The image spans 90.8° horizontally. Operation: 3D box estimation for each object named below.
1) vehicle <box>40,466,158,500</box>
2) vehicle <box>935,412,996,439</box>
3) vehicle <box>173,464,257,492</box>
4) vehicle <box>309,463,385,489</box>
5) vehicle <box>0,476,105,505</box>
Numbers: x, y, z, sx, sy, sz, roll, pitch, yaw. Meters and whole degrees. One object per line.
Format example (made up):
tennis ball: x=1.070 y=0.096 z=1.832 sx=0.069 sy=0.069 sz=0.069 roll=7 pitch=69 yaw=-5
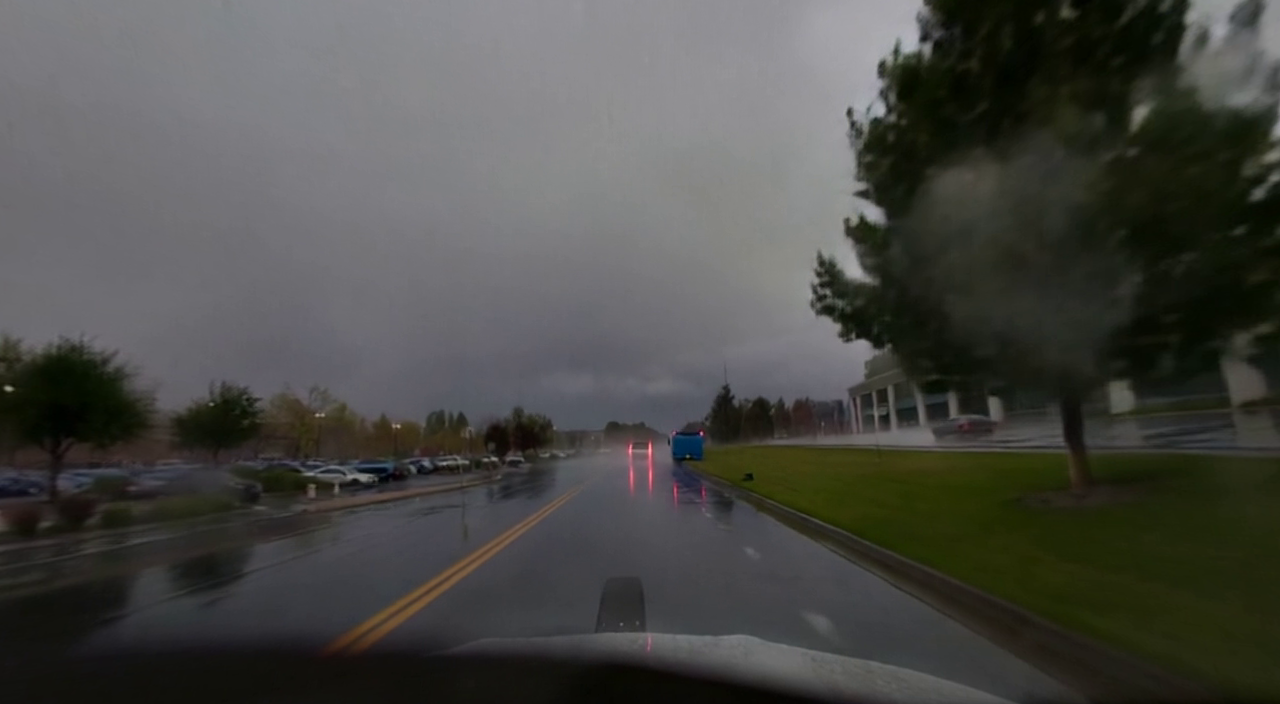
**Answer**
vehicle: x=-33.633 y=8.149 z=39.397 sx=5.432 sy=1.791 sz=2.159 roll=-3 pitch=-9 yaw=2
vehicle: x=21.443 y=4.914 z=41.817 sx=1.871 sy=1.582 sz=4.500 roll=0 pitch=-9 yaw=3
vehicle: x=-32.762 y=9.689 z=48.735 sx=4.996 sy=1.817 sz=2.054 roll=-3 pitch=-10 yaw=1
vehicle: x=-22.405 y=9.451 z=48.570 sx=2.233 sy=1.709 sz=5.161 roll=-3 pitch=-9 yaw=19
vehicle: x=-34.114 y=7.961 z=36.463 sx=4.540 sy=1.440 sz=2.071 roll=-1 pitch=-9 yaw=2
